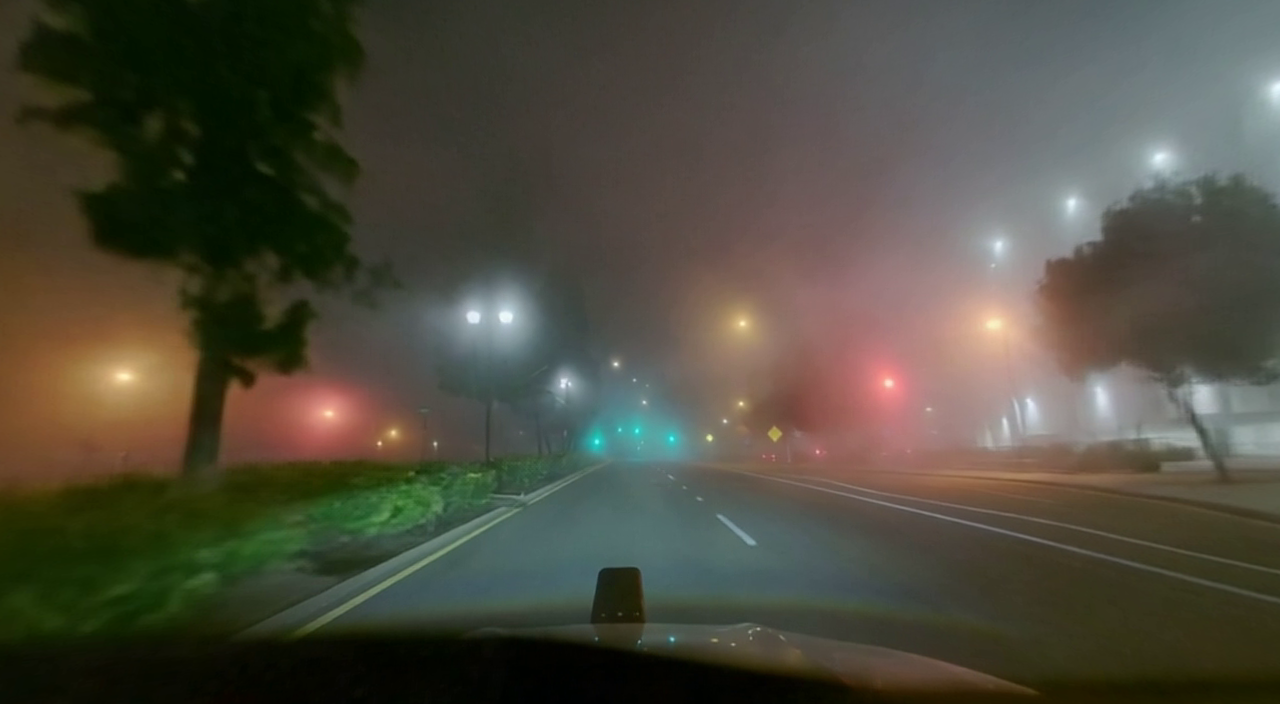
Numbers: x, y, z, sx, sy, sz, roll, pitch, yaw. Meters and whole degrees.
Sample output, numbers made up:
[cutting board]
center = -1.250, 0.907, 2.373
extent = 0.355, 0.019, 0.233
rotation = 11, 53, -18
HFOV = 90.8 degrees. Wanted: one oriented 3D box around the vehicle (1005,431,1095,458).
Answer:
[vehicle]
center = 29.202, 6.616, 45.143
extent = 4.924, 1.901, 2.095
rotation = 0, -9, 0
